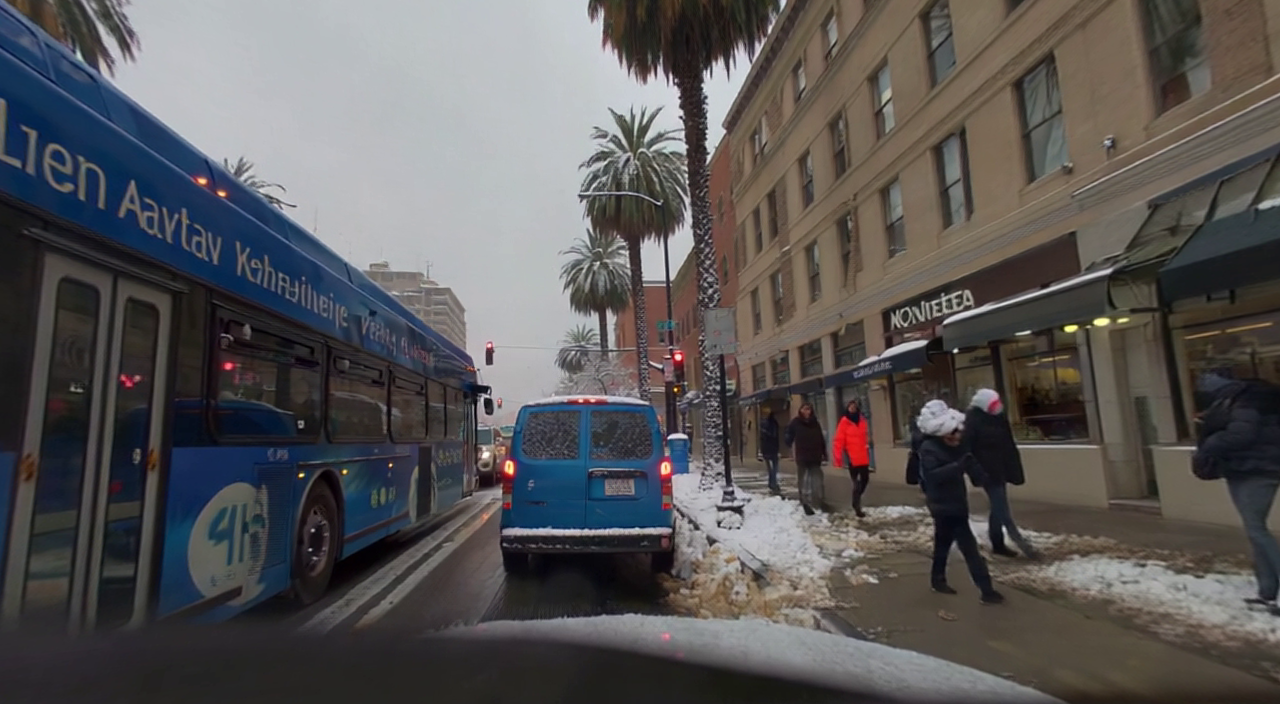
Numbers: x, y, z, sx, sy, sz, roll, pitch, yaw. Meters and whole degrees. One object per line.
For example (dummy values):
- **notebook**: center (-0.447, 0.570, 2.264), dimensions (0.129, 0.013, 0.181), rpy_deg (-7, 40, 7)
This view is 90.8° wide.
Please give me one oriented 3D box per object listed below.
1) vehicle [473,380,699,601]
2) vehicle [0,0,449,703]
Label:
- **vehicle**: center (-0.796, 1.525, 7.791), dimensions (2.002, 1.907, 4.211), rpy_deg (1, -9, -9)
- **vehicle**: center (-3.810, 0.204, 3.292), dimensions (2.863, 3.233, 11.573), rpy_deg (1, -8, -4)
